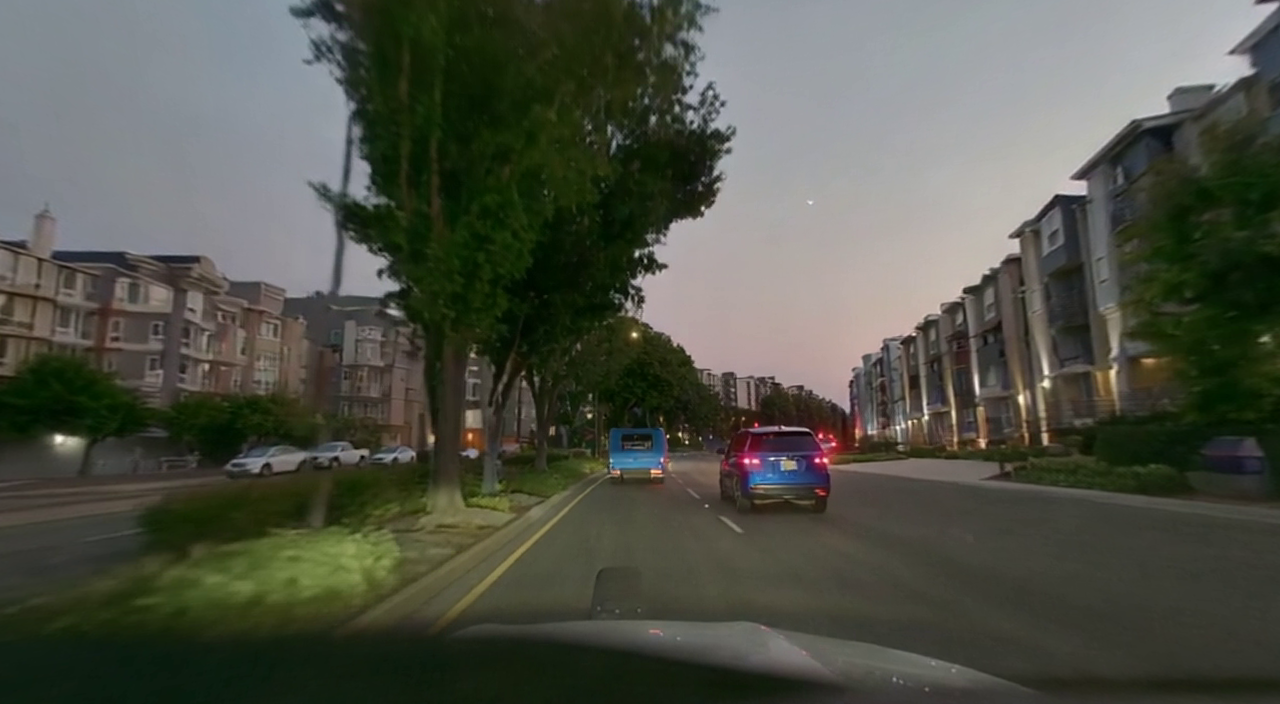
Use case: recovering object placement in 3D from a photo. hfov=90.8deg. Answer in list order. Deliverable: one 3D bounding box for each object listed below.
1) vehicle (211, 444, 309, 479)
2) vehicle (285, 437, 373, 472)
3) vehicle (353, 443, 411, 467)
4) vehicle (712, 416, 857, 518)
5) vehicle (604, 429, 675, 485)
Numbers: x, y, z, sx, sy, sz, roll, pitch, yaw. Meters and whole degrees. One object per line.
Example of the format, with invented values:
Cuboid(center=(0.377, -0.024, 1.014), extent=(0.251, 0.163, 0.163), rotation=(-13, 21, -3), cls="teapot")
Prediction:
Cuboid(center=(-18.644, 5.421, 31.333), extent=(1.954, 1.570, 4.828), rotation=(1, -10, -2), cls="vehicle")
Cuboid(center=(-18.367, 6.143, 37.701), extent=(2.195, 1.894, 5.489), rotation=(-2, -10, 3), cls="vehicle")
Cuboid(center=(-18.311, 7.372, 45.111), extent=(1.961, 1.556, 4.791), rotation=(-1, -10, 3), cls="vehicle")
Cuboid(center=(2.872, 2.425, 13.726), extent=(2.033, 1.823, 4.409), rotation=(0, -9, -1), cls="vehicle")
Cuboid(center=(0.043, 3.868, 23.560), extent=(2.345, 1.841, 5.032), rotation=(0, -9, 1), cls="vehicle")
